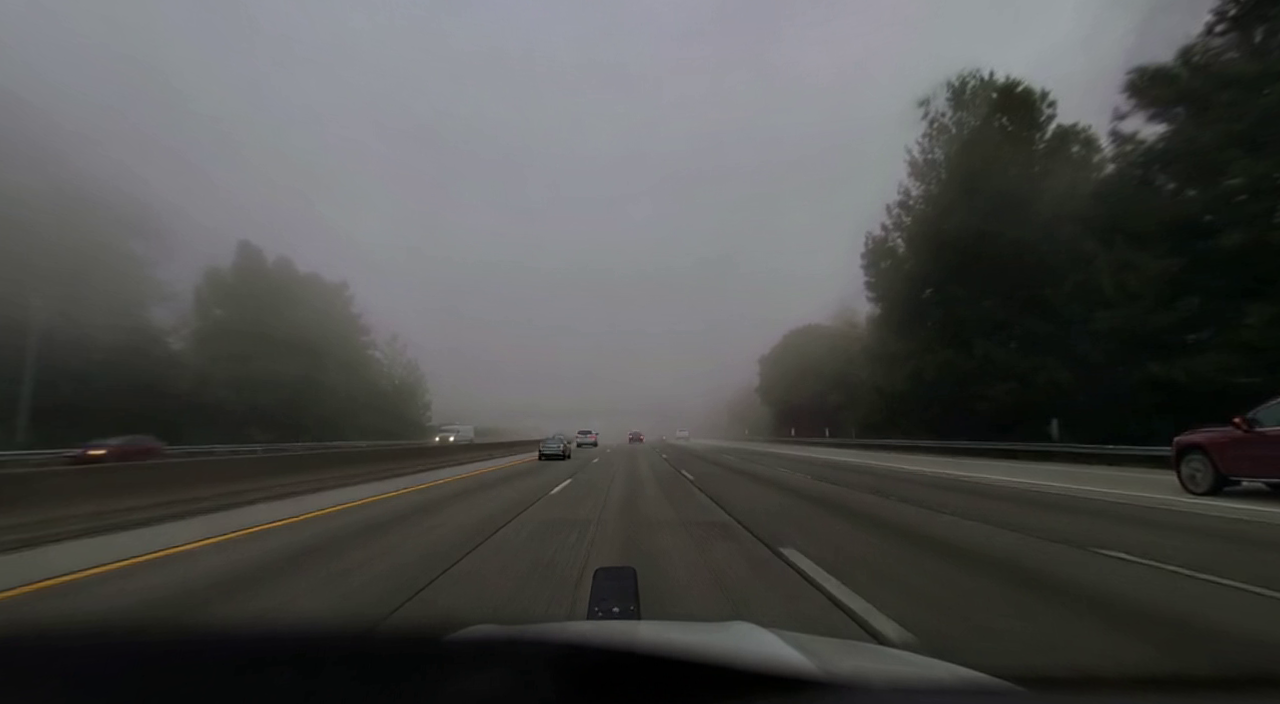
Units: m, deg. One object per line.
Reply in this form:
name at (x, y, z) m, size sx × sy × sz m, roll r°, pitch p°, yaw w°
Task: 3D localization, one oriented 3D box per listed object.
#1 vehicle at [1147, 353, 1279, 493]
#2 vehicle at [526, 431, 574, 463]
vehicle at (12.929, 1.267, 11.265) m, size 2.376 × 2.533 × 6.230 m, roll 0°, pitch -8°, yaw -2°
vehicle at (-4.497, 4.809, 32.121) m, size 1.933 × 1.473 × 4.023 m, roll 0°, pitch -8°, yaw -1°
